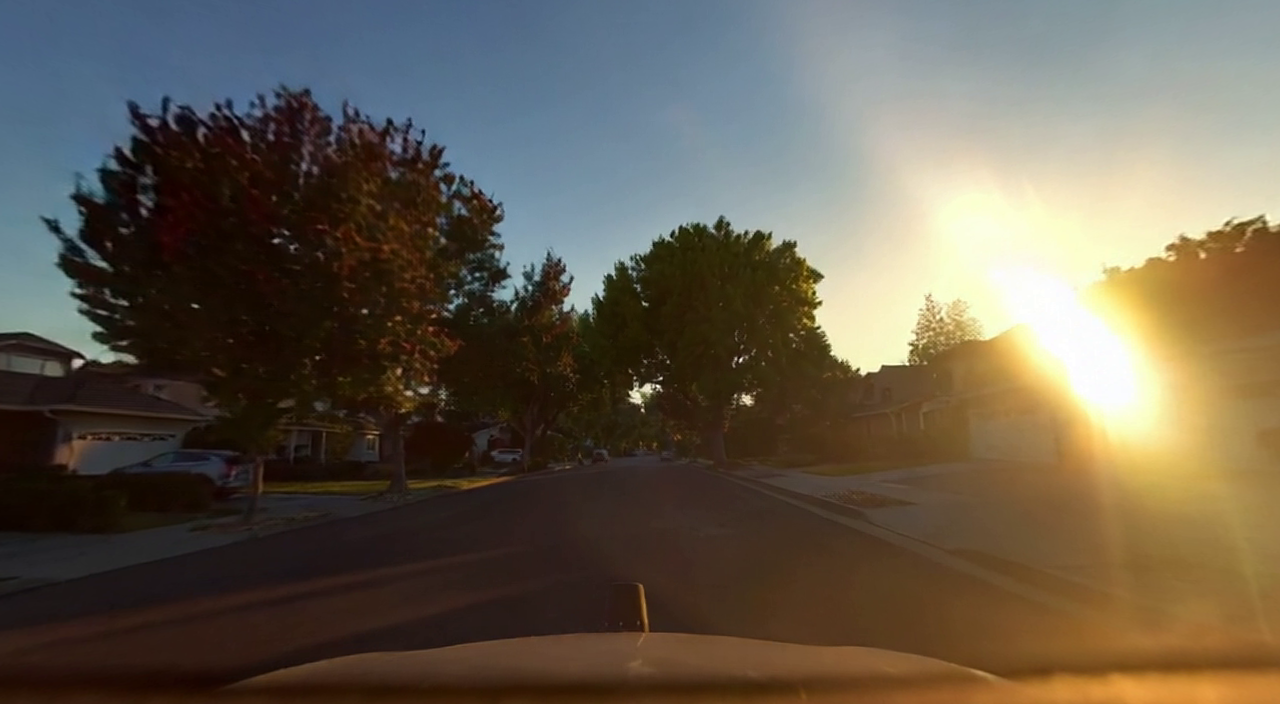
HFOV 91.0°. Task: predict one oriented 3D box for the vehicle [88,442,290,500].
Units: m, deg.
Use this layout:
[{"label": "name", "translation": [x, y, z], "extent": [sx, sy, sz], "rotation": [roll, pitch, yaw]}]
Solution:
[{"label": "vehicle", "translation": [-13.869, 3.671, 19.569], "extent": [4.850, 1.676, 1.920], "rotation": [-1, -9, 3]}]
